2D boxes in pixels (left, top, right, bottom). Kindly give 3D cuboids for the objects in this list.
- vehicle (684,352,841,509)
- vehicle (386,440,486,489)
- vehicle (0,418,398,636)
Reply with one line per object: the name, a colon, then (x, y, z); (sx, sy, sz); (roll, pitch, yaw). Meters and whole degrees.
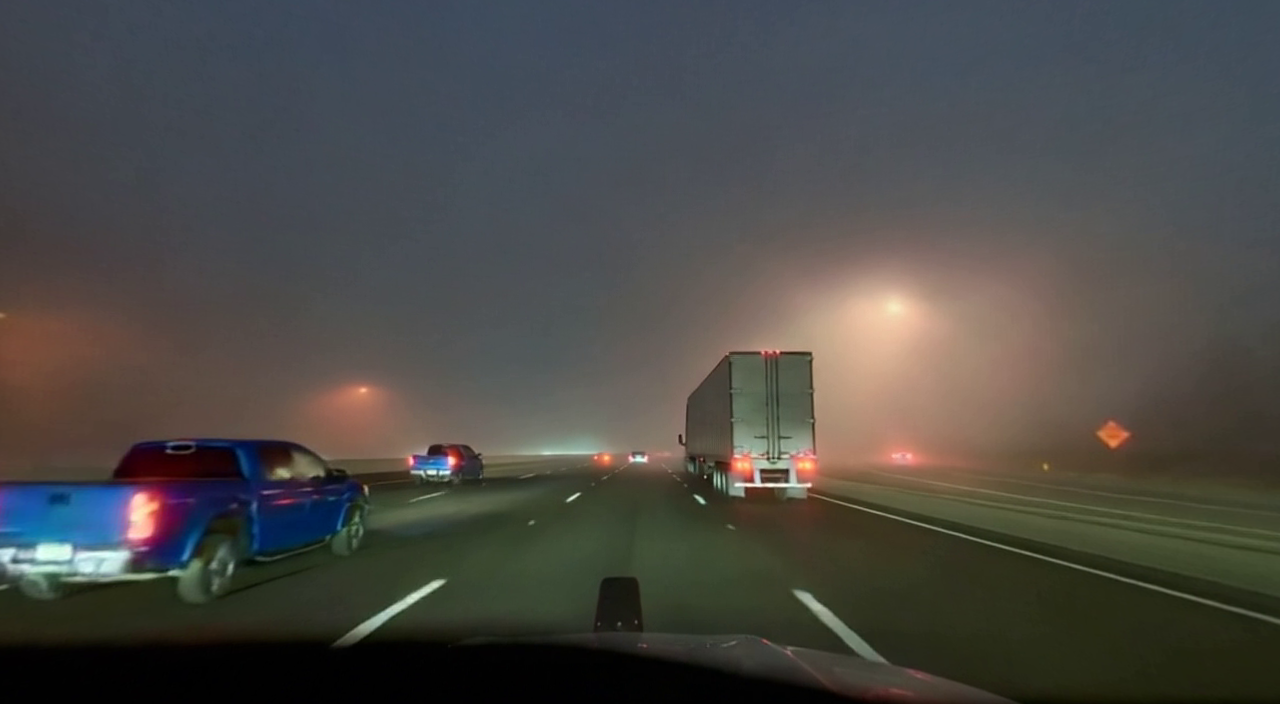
vehicle: (3.748, 3.256, 24.715); (2.891, 4.123, 16.415); (0, -9, 0)
vehicle: (-7.885, 4.371, 24.928); (2.264, 1.728, 4.940); (0, -9, 1)
vehicle: (-4.448, 1.557, 6.606); (2.120, 1.537, 4.139); (0, -9, 0)
